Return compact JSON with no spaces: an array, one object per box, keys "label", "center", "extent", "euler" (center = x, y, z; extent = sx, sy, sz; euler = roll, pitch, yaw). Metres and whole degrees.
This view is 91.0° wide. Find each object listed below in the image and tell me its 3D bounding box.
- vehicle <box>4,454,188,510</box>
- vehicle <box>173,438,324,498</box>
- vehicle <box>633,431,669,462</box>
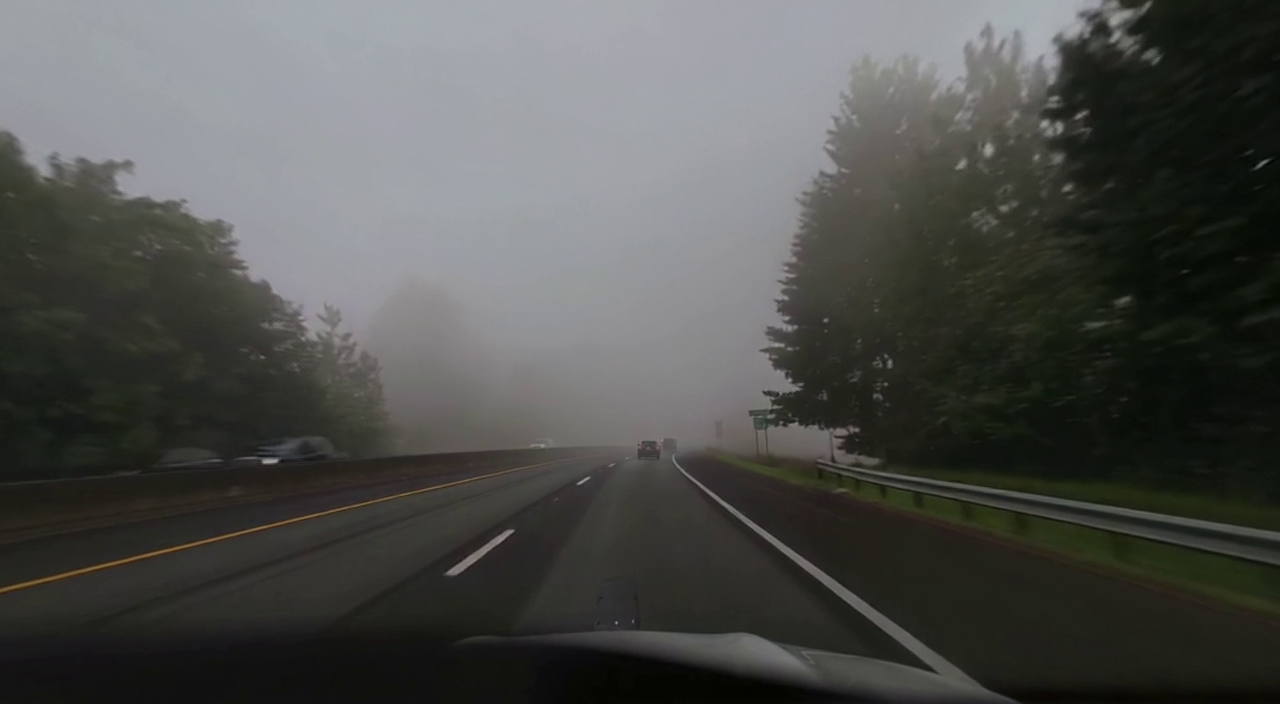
[{"label":"vehicle","center":[-17.111,4.065,20.186],"extent":[1.863,1.465,4.531],"euler":[0,-8,0]},{"label":"vehicle","center":[-13.465,3.970,22.111],"extent":[2.094,1.856,4.800],"euler":[-1,-8,1]},{"label":"vehicle","center":[0.729,6.013,40.120],"extent":[2.188,1.825,4.282],"euler":[-1,-8,2]}]
